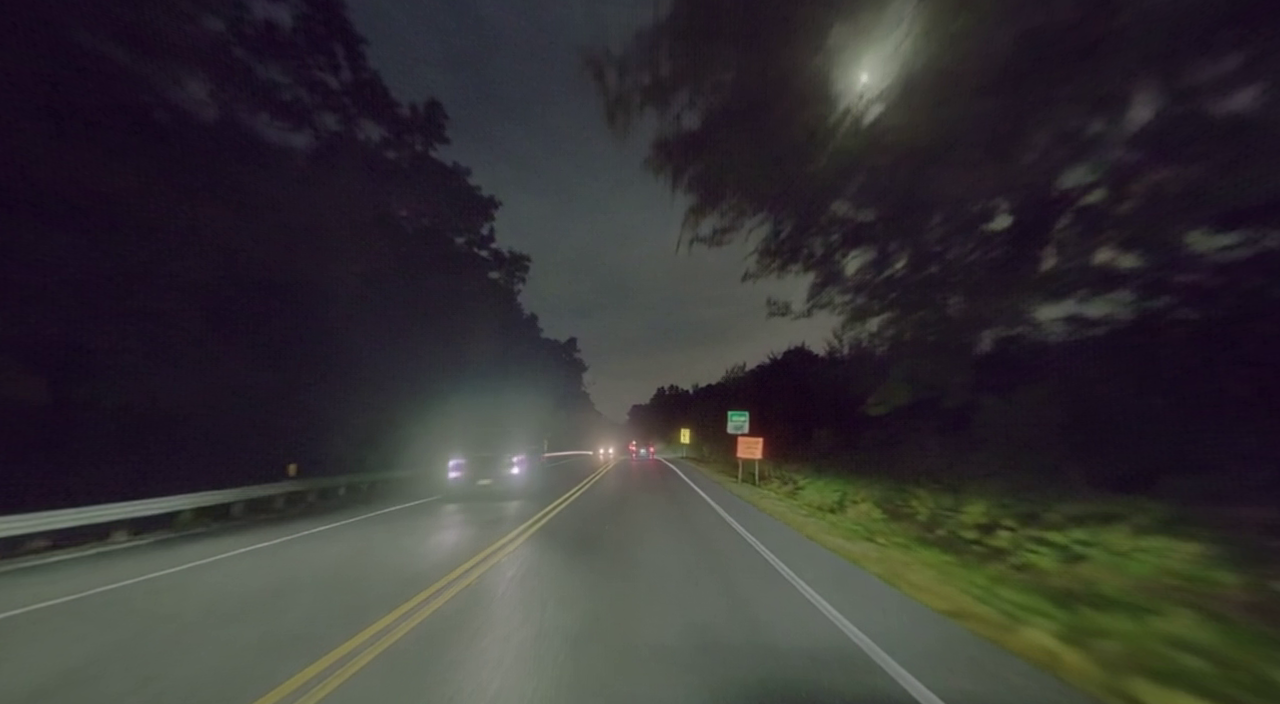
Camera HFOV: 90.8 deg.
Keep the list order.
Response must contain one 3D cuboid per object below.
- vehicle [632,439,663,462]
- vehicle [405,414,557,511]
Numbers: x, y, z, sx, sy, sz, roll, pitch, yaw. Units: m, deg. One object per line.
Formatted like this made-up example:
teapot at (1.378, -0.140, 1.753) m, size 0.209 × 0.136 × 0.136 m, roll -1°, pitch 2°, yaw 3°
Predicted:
vehicle at (0.479, 6.841, 43.777) m, size 2.067 × 1.486 × 3.861 m, roll 0°, pitch -9°, yaw 0°
vehicle at (-3.885, 2.870, 16.847) m, size 2.441 × 2.113 × 5.738 m, roll 0°, pitch -9°, yaw 1°
